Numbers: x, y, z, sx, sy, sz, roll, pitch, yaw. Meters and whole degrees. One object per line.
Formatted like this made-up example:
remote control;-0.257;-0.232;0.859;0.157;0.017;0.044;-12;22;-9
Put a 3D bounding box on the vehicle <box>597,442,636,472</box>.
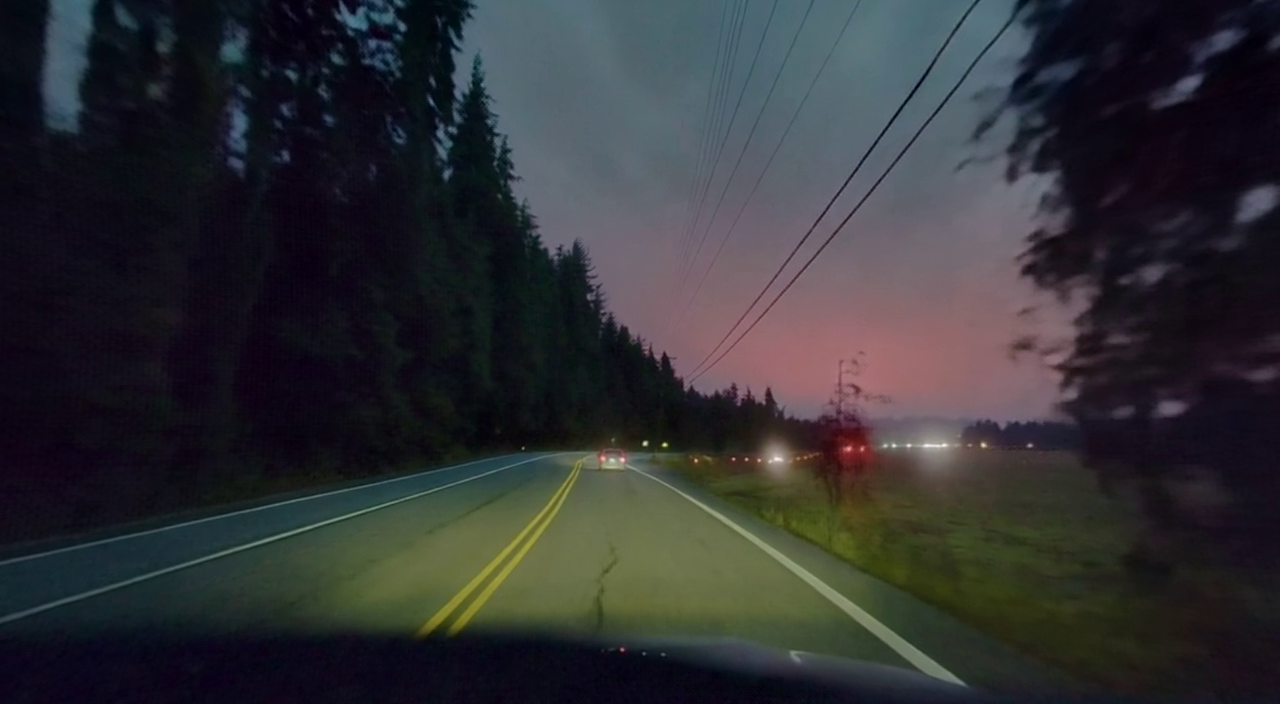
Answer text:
vehicle;-1.401;5.980;36.133;2.059;1.524;3.963;2;-9;-4
